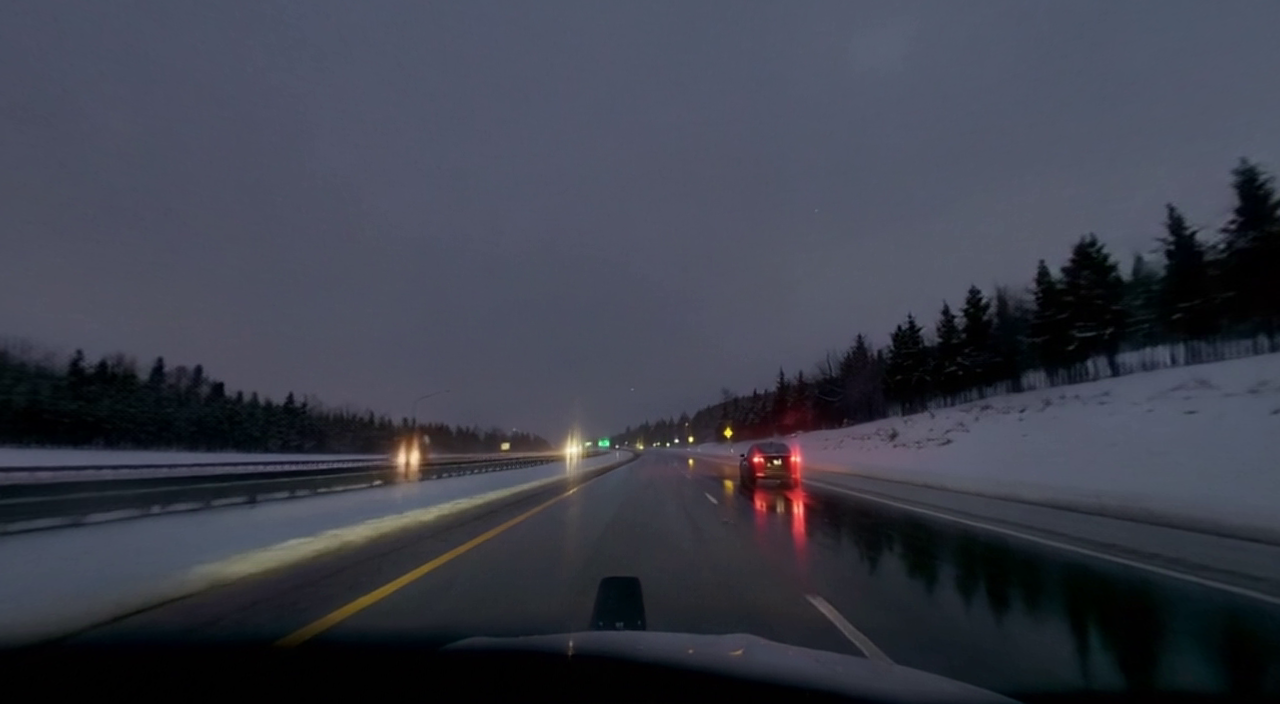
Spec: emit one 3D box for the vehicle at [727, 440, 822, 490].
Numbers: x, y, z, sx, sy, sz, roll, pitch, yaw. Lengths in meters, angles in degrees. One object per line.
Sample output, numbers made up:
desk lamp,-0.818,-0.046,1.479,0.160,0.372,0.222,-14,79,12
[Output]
vehicle,4.176,3.592,20.305,2.124,1.405,4.398,0,-8,1
